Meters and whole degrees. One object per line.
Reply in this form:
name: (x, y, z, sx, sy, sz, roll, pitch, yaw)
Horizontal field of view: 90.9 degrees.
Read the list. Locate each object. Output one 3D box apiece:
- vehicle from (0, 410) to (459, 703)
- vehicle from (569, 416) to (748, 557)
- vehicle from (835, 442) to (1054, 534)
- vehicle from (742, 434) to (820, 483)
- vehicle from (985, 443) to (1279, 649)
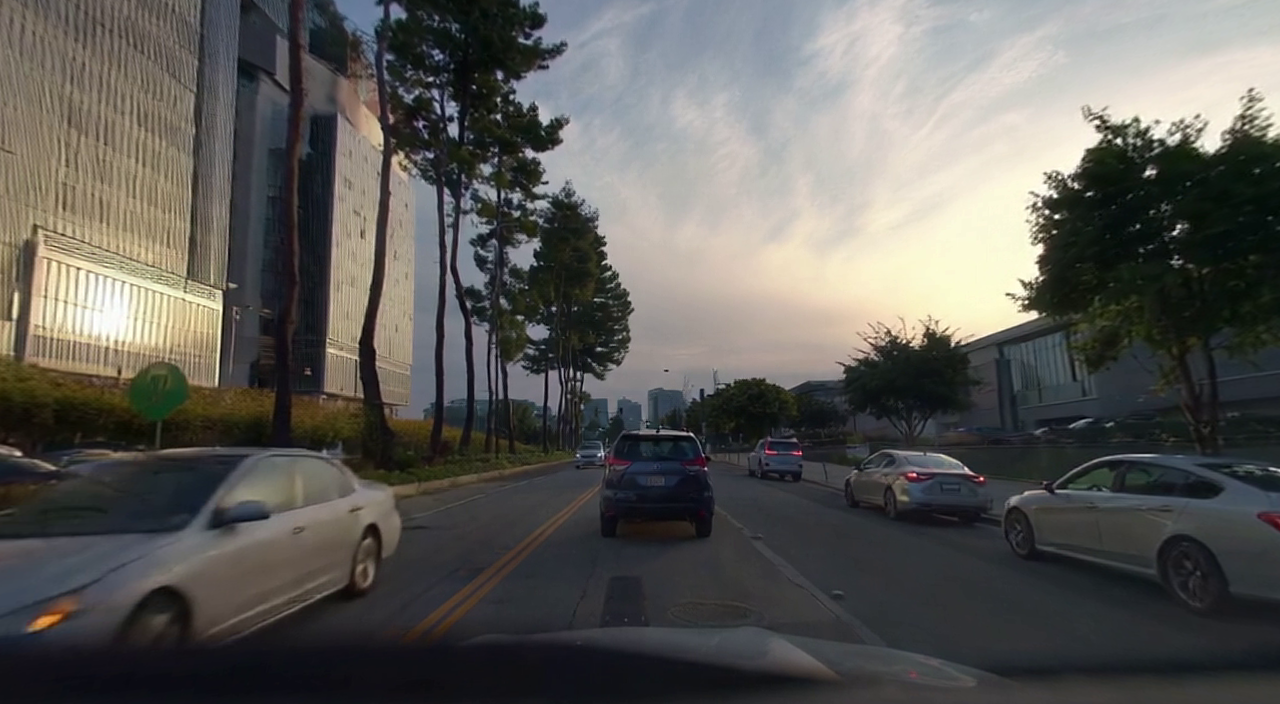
vehicle: (-3.194, 1.365, 5.014, 2.090, 1.532, 4.529, 0, -9, 1)
vehicle: (0.233, 1.885, 9.467, 2.105, 1.653, 3.887, 0, -9, 0)
vehicle: (5.667, 2.556, 12.613, 1.852, 1.452, 4.852, 0, -9, -1)
vehicle: (5.649, 4.325, 25.850, 2.059, 1.813, 4.637, 0, -9, -1)
vehicle: (5.540, 1.629, 6.069, 1.809, 1.478, 4.623, 0, -9, 0)
